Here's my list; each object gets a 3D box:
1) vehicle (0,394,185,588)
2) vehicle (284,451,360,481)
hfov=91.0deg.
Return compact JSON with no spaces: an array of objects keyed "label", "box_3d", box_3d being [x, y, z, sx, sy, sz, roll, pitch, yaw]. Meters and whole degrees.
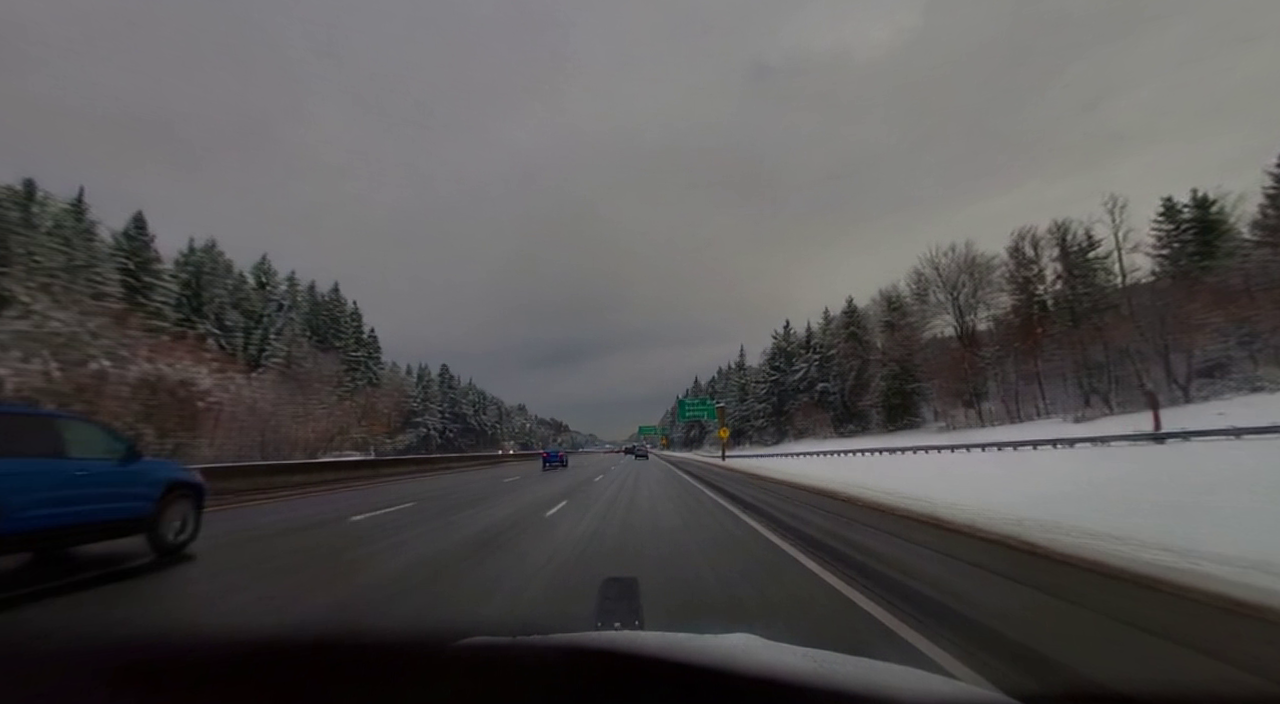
[{"label":"vehicle","box_3d":[-7.165,1.307,5.904,2.253,1.815,4.618,0,-9,1]},{"label":"vehicle","box_3d":[-17.539,6.278,35.017,1.847,1.484,4.412,0,-9,1]}]
